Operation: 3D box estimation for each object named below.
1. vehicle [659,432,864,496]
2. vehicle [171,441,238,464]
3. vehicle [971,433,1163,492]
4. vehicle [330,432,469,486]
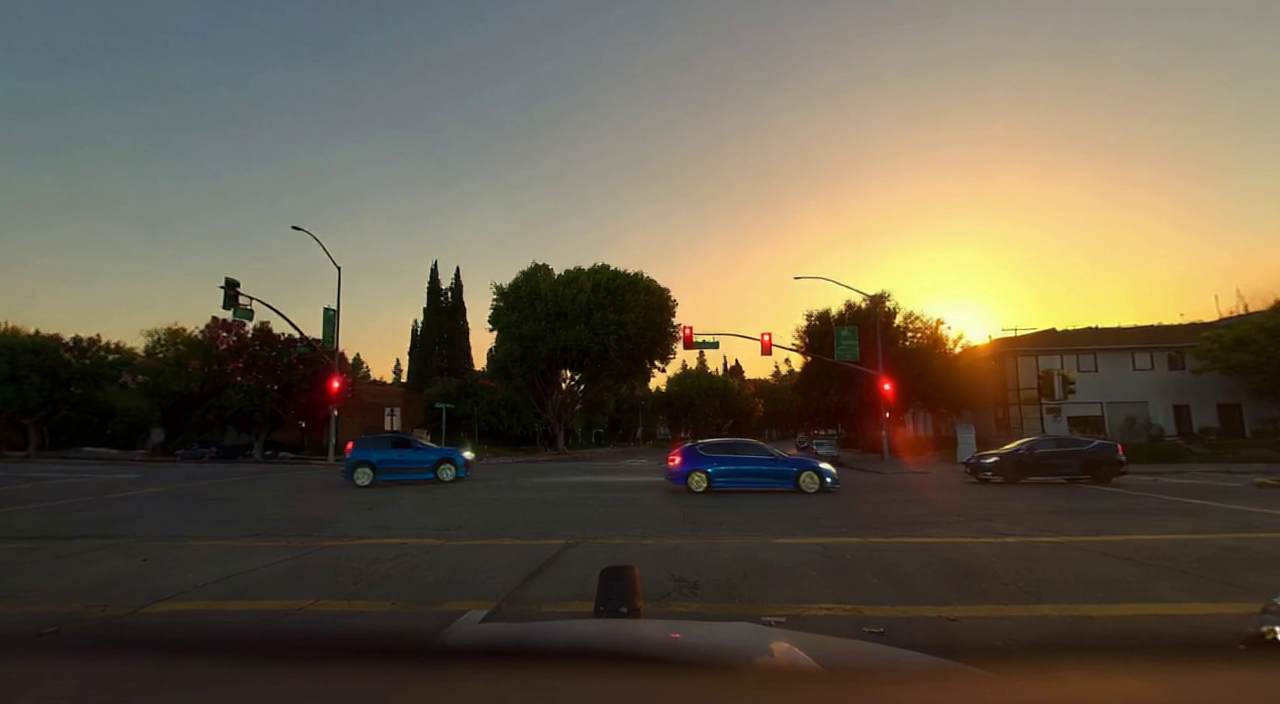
[{"bbox_3d":[3.017,2.917,16.529,5.000,1.559,1.960,0,-8,1],"label":"vehicle"},{"bbox_3d":[-29.107,6.695,42.053,1.696,1.431,3.686,0,-8,3],"label":"vehicle"},{"bbox_3d":[13.596,3.532,20.270,4.580,1.768,2.134,0,-8,1],"label":"vehicle"},{"bbox_3d":[-8.333,3.747,22.234,4.346,1.753,1.994,2,-9,-15],"label":"vehicle"}]
